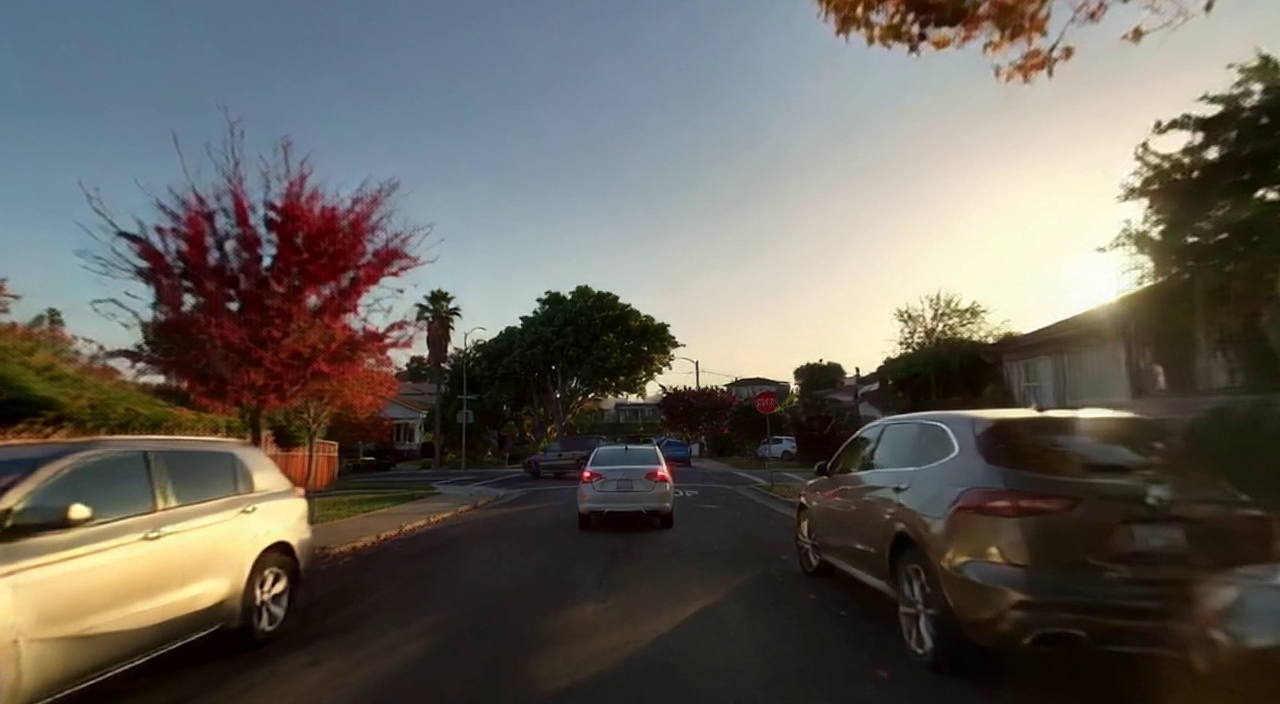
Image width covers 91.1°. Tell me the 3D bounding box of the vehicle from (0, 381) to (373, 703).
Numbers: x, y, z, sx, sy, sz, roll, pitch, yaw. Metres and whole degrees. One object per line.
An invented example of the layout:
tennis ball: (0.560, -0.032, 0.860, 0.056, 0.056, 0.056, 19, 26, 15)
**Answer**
vehicle: (-3.377, 1.118, 3.494, 1.965, 1.657, 4.104, 0, -8, 0)

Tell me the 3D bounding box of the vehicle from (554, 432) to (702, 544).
vehicle: (-0.152, 2.165, 10.659, 2.010, 1.499, 4.107, 0, -9, 0)

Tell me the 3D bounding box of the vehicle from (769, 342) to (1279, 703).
vehicle: (2.596, 1.209, 4.999, 2.179, 1.813, 4.815, 0, -8, 1)
